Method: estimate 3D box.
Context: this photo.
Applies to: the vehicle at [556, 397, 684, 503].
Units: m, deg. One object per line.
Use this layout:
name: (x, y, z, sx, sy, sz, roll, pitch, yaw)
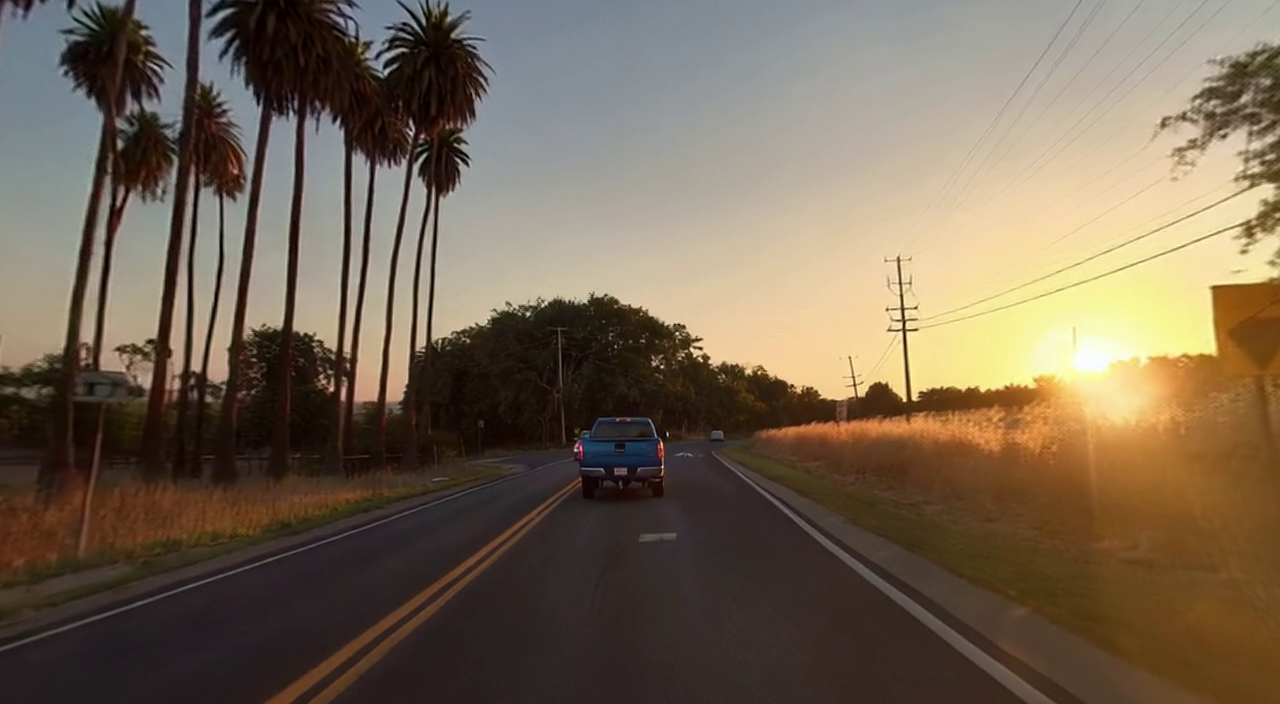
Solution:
vehicle: (-0.470, 2.495, 16.386, 2.693, 2.223, 5.885, 0, -8, -1)
